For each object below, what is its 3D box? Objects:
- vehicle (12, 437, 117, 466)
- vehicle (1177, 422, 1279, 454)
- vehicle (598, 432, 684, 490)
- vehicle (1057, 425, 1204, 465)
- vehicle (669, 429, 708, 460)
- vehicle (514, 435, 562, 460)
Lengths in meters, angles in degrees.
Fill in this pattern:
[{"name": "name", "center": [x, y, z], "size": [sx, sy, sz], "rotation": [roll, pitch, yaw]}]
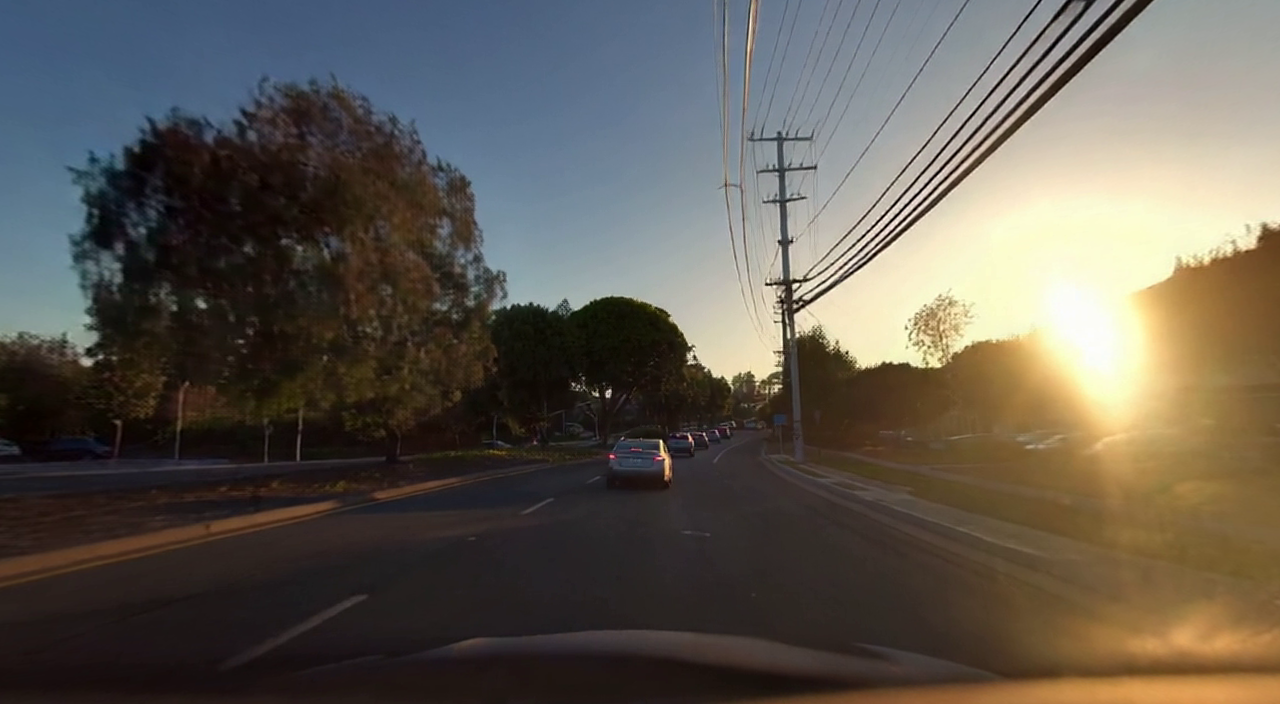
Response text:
[{"name": "vehicle", "center": [-36.954, 6.391, 40.688], "size": [1.866, 1.739, 4.941], "rotation": [-1, -8, 5]}, {"name": "vehicle", "center": [33.506, 4.788, 35.330], "size": [4.689, 1.603, 1.929], "rotation": [-3, -7, 11]}, {"name": "vehicle", "center": [0.157, 3.109, 18.276], "size": [2.117, 1.474, 4.036], "rotation": [-1, -8, 5]}, {"name": "vehicle", "center": [21.332, 4.092, 27.609], "size": [4.674, 1.500, 1.889], "rotation": [1, -9, 8]}, {"name": "vehicle", "center": [3.266, 6.134, 41.754], "size": [2.158, 1.939, 4.935], "rotation": [-2, -9, 9]}, {"name": "vehicle", "center": [-6.543, 6.194, 40.855], "size": [1.983, 1.485, 4.159], "rotation": [-1, -8, 6]}]
